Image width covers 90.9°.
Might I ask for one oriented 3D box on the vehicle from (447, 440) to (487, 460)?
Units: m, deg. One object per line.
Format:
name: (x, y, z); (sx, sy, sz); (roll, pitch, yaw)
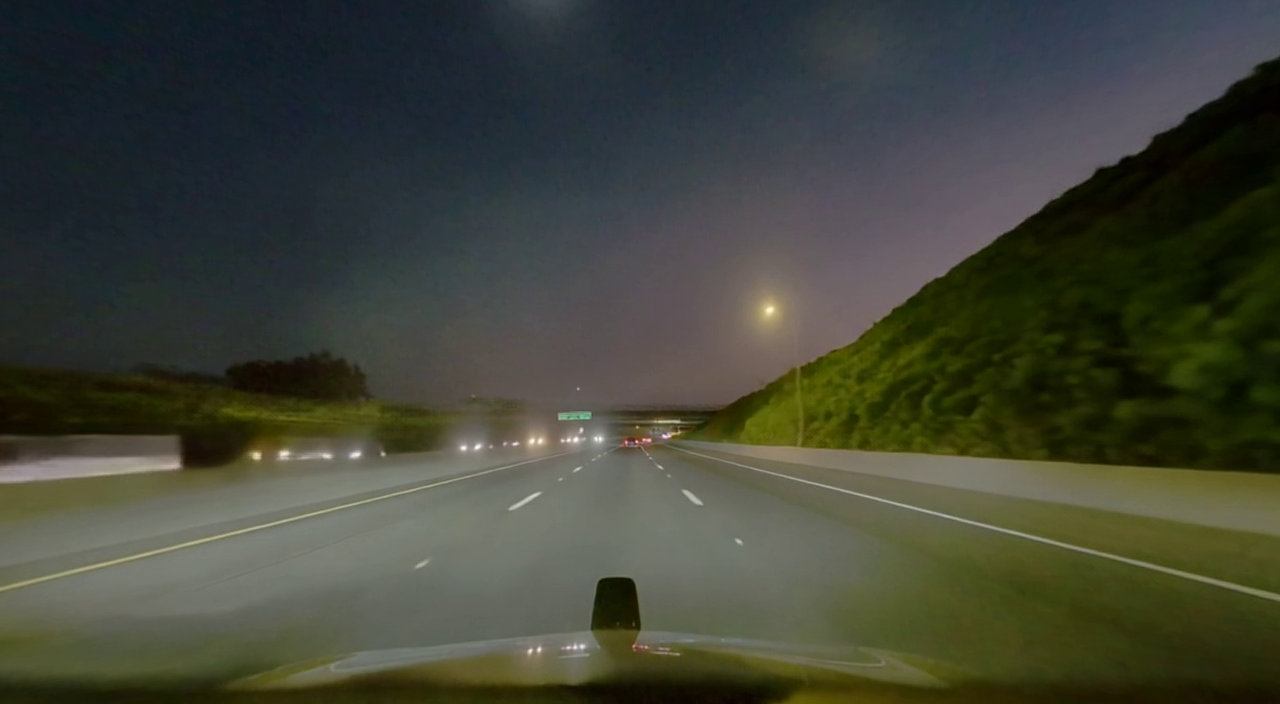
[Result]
vehicle: (-13.313, 7.517, 48.750); (1.931, 1.431, 4.313); (0, -8, -1)

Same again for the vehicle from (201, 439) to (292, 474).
vehicle: (-20.859, 5.505, 33.650); (1.981, 1.729, 4.491); (0, -8, -1)

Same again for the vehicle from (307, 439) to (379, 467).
vehicle: (-16.704, 5.675, 35.761); (1.903, 1.503, 4.536); (0, -8, -1)
